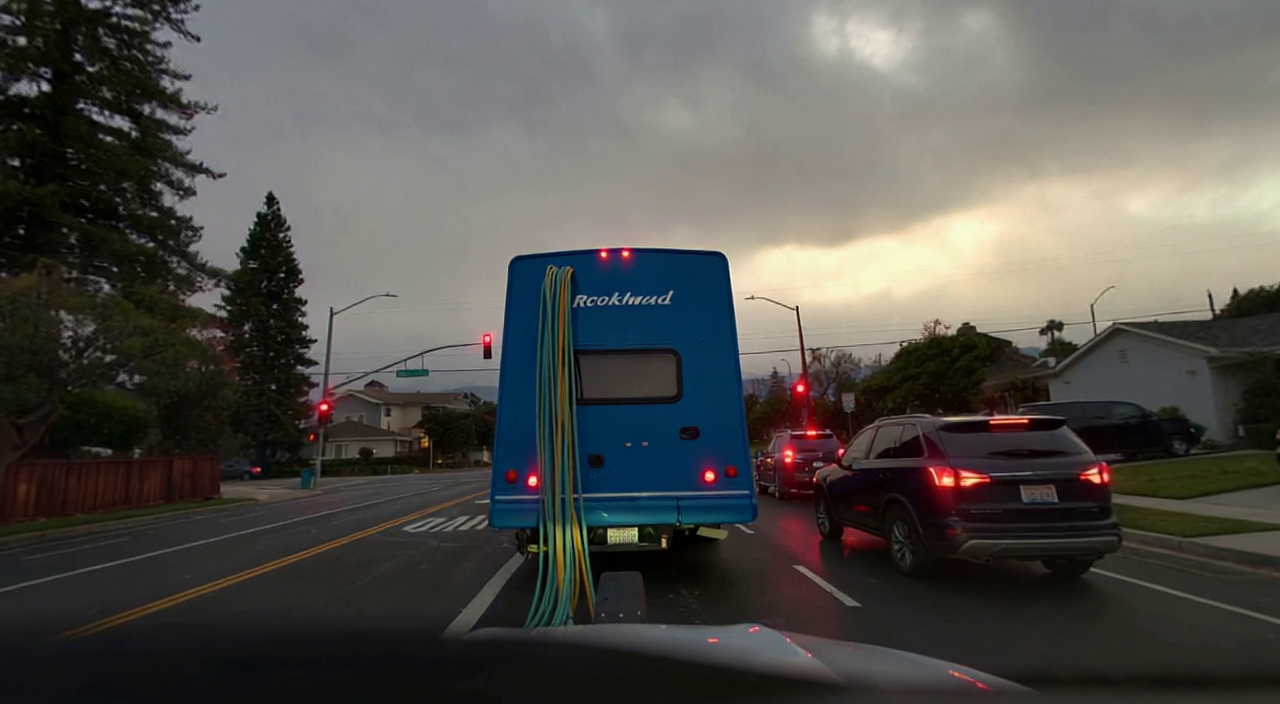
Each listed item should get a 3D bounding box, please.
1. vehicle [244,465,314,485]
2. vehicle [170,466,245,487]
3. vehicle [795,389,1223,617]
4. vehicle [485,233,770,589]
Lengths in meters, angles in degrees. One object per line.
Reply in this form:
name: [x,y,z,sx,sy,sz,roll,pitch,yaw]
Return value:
vehicle: [-27.454,9.360,48.128,4.187,1.445,1.809,0,-9,0]
vehicle: [-32.767,9.411,47.934,4.311,1.458,1.707,0,-9,-3]
vehicle: [3.399,1.492,7.145,2.104,1.735,4.408,0,-9,-1]
vehicle: [-0.124,1.121,10.323,2.709,3.511,8.213,0,-9,0]
